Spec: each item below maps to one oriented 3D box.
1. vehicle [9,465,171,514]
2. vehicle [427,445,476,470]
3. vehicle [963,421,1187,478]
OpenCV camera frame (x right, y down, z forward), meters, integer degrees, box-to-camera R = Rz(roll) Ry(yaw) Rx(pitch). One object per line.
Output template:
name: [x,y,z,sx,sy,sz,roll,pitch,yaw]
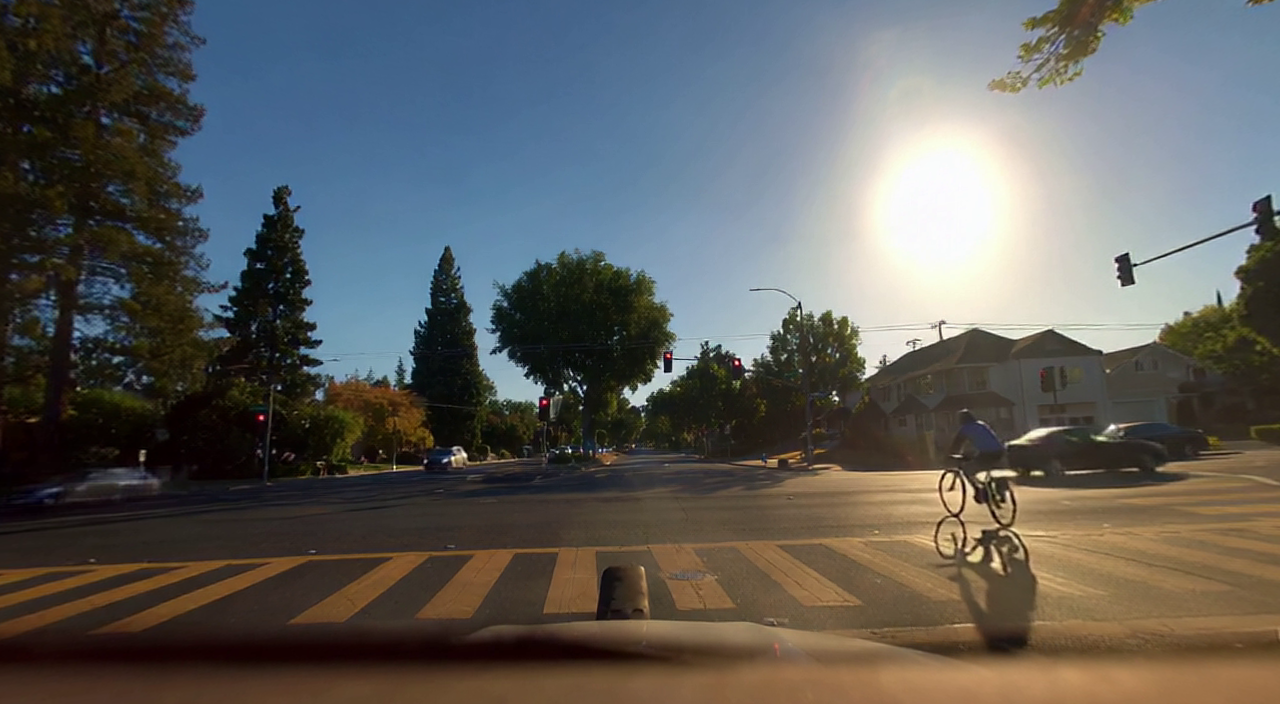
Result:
vehicle: [-19.119,4.772,22.246,1.810,1.393,4.423,0,-9,-2]
vehicle: [-13.859,7.749,46.558,2.148,1.753,4.558,0,-9,1]
vehicle: [12.155,2.787,17.946,4.749,1.496,2.017,-1,-9,6]
